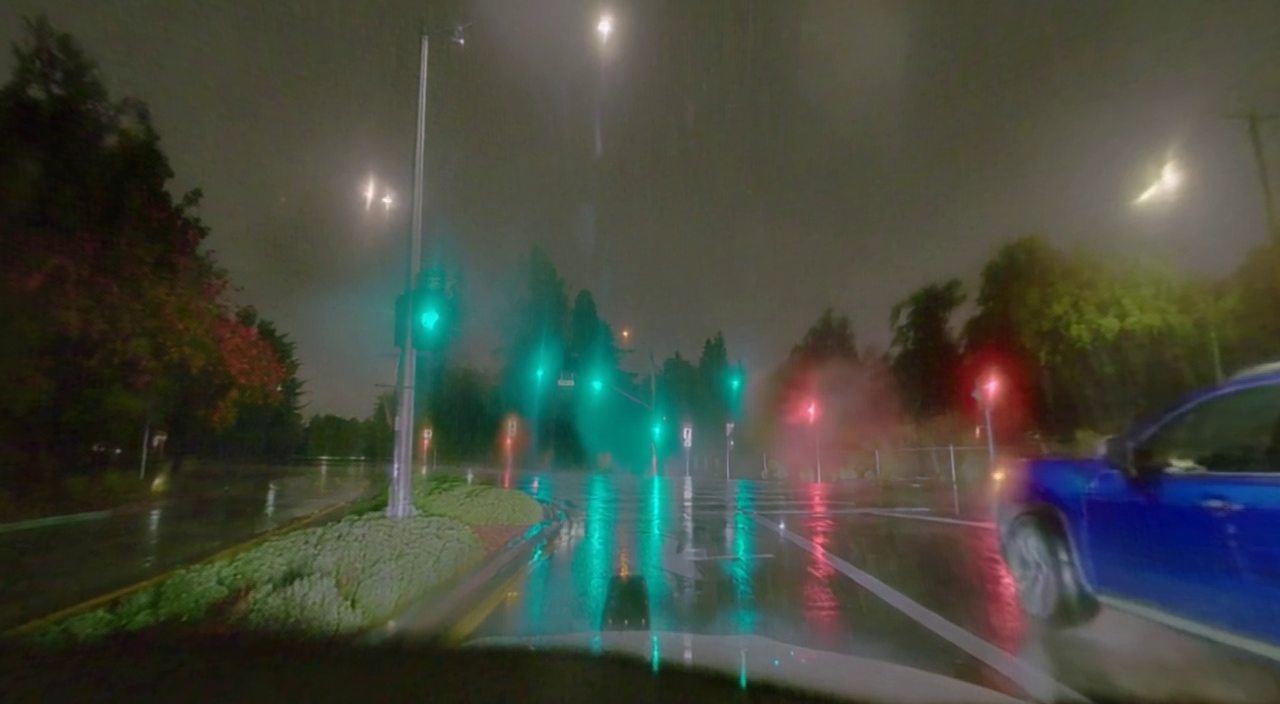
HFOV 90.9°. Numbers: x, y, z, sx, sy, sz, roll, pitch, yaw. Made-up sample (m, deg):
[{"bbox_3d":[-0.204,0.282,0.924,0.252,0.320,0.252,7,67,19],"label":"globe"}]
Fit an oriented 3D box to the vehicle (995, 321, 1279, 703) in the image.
[{"bbox_3d":[3.794,0.704,2.185,2.284,1.788,4.871,-1,-8,0],"label":"vehicle"}]
